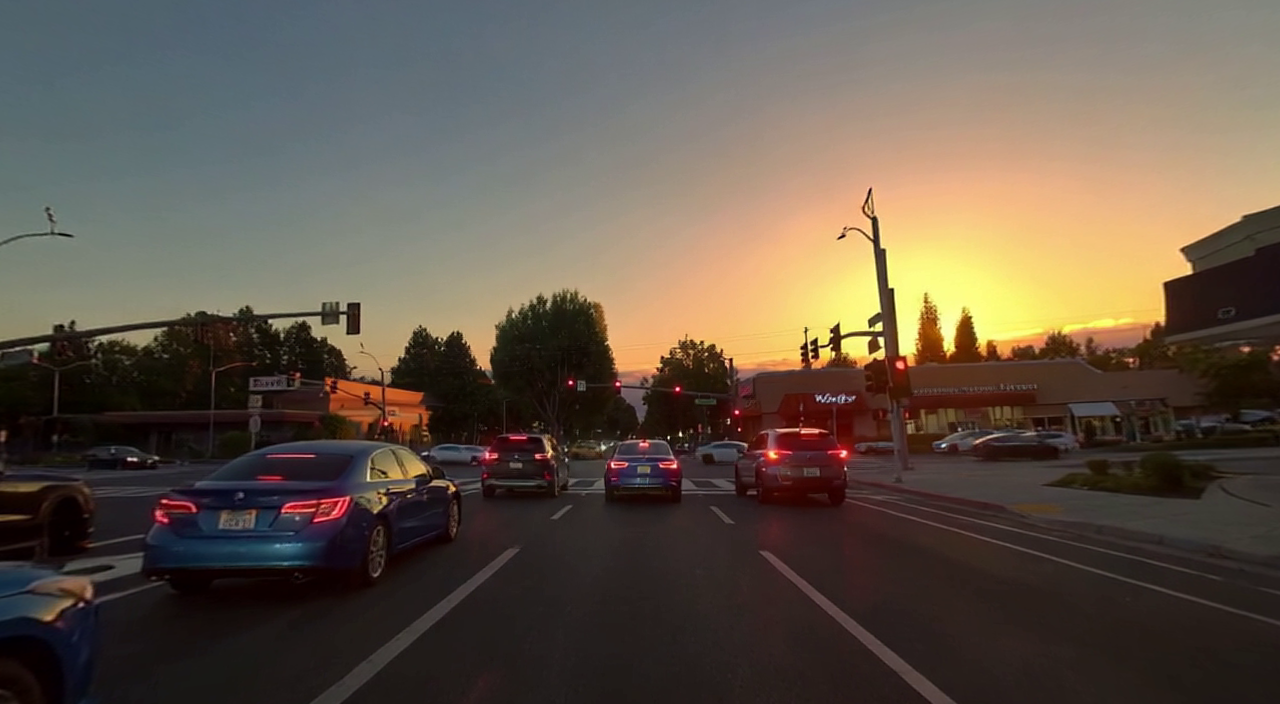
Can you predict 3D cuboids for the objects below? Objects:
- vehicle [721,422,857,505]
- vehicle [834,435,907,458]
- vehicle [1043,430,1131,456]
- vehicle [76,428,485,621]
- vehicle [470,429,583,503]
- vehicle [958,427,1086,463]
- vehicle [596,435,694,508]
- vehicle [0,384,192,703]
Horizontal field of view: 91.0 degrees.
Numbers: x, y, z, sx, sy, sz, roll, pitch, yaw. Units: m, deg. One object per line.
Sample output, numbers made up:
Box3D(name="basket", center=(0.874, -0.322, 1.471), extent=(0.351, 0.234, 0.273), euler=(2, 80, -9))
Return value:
Box3D(name="vehicle", center=(3.341, 2.633, 15.177), extent=(2.076, 1.691, 4.402), euler=(0, -9, -2))
Box3D(name="vehicle", center=(17.005, 7.023, 46.668), extent=(4.626, 1.653, 1.982), euler=(0, -9, 1))
Box3D(name="vehicle", center=(30.591, 6.239, 43.169), extent=(4.432, 1.680, 1.932), euler=(0, -9, 2))
Box3D(name="vehicle", center=(-3.336, 1.679, 7.123), extent=(2.014, 1.472, 4.357), euler=(0, -9, 1))
Box3D(name="vehicle", center=(-2.824, 2.967, 16.660), extent=(2.072, 1.694, 4.070), euler=(-1, -9, 2))
Box3D(name="vehicle", center=(21.081, 5.187, 34.996), extent=(5.504, 1.821, 2.173), euler=(-2, -9, 9))
Box3D(name="vehicle", center=(0.141, 2.806, 15.139), extent=(2.032, 1.499, 3.994), euler=(0, -9, 1))
Box3D(name="vehicle", center=(-3.080, 0.598, 0.163), extent=(2.249, 1.517, 4.951), euler=(0, -9, 1))
